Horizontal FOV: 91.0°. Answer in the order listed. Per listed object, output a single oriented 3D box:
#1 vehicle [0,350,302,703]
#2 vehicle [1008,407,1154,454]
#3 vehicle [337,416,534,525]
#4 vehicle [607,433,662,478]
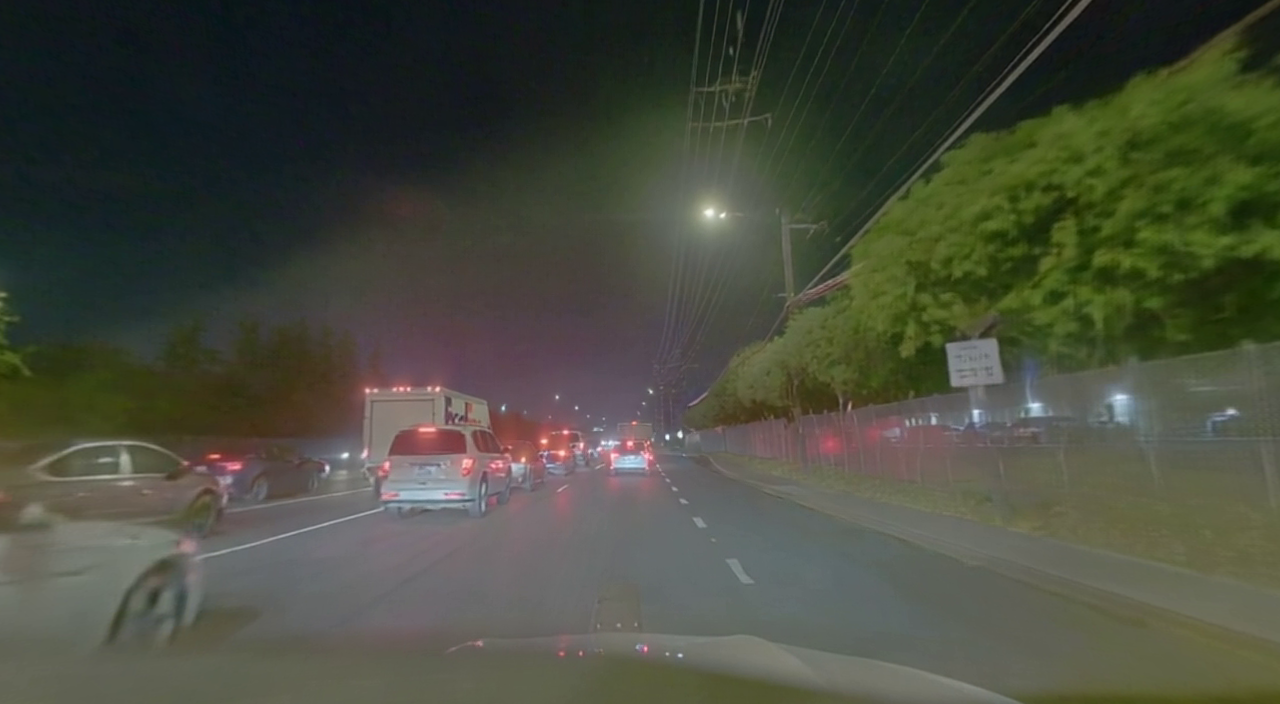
[{"bbox_3d":[-3.392,0.766,1.820,2.057,1.673,4.934,0,-8,0],"label":"vehicle"},{"bbox_3d":[32.728,5.881,46.905,8.848,3.271,2.774,0,-9,-5],"label":"vehicle"},{"bbox_3d":[-3.819,2.326,12.942,2.263,1.803,4.868,0,-8,2],"label":"vehicle"},{"bbox_3d":[-0.241,4.203,25.696,2.055,1.671,4.147,0,-8,-1],"label":"vehicle"}]
